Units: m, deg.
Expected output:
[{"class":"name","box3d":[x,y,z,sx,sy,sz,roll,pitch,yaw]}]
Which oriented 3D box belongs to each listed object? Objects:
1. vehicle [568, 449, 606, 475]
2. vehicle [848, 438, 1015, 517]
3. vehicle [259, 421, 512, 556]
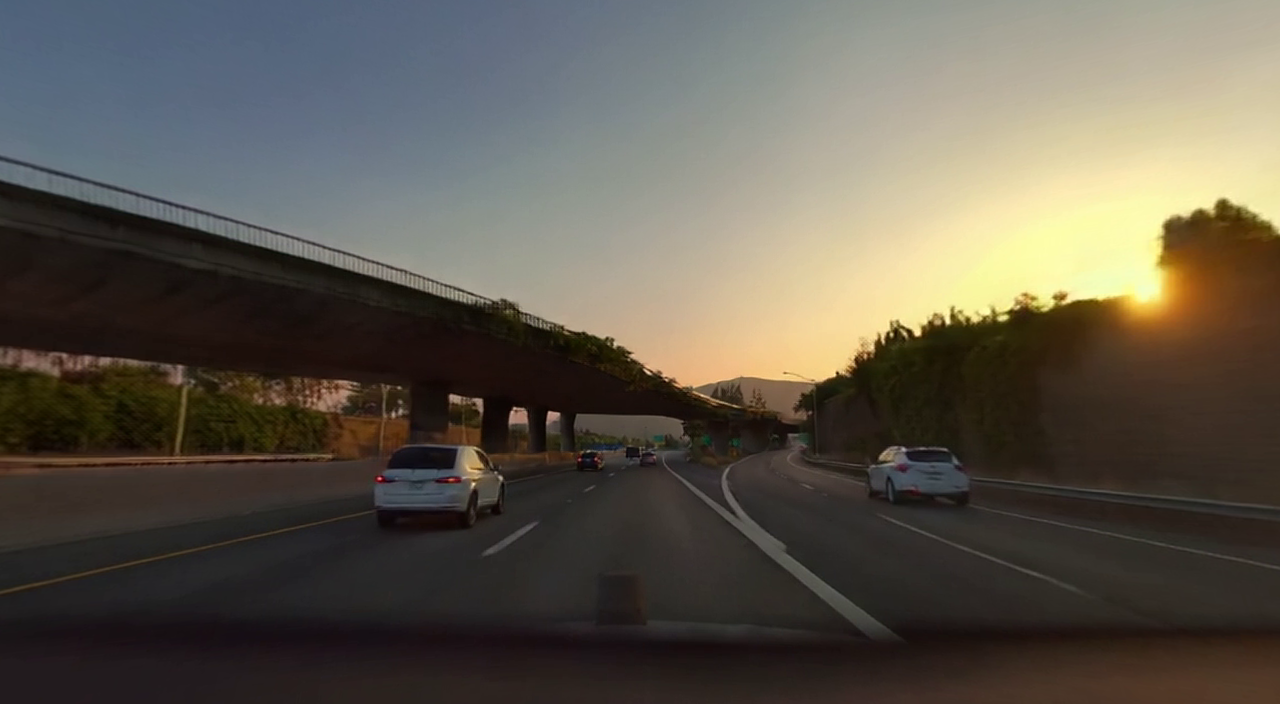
[{"class":"vehicle","box3d":[-3.263,6.875,39.702,1.997,1.540,3.906,0,-9,1]},{"class":"vehicle","box3d":[6.640,2.898,15.078,2.020,1.548,4.715,-1,-9,4]},{"class":"vehicle","box3d":[-3.682,2.081,10.229,2.263,1.696,4.321,0,-9,0]}]
